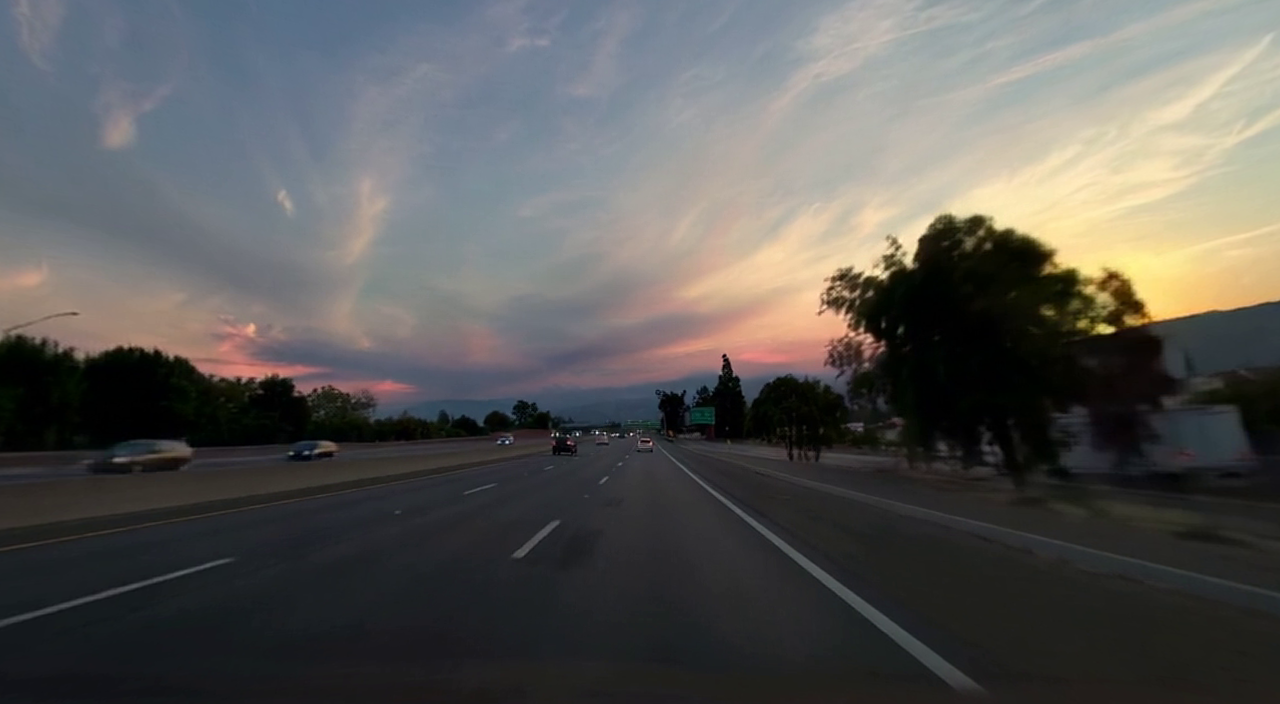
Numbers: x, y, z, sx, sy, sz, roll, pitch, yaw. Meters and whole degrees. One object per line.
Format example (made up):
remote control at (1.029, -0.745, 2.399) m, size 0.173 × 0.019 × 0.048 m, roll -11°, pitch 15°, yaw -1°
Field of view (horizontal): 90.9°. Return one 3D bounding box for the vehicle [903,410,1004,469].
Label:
vehicle at (19.026, 5.390, 38.725) m, size 3.411 × 3.351 × 5.369 m, roll 0°, pitch -8°, yaw 1°

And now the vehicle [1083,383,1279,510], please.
vehicle at (18.741, 3.058, 20.490) m, size 3.098 × 3.410 × 7.172 m, roll 0°, pitch -8°, yaw -3°

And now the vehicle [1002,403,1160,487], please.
vehicle at (19.232, 4.004, 28.038) m, size 2.420 × 3.217 × 5.881 m, roll -2°, pitch -6°, yaw -2°
